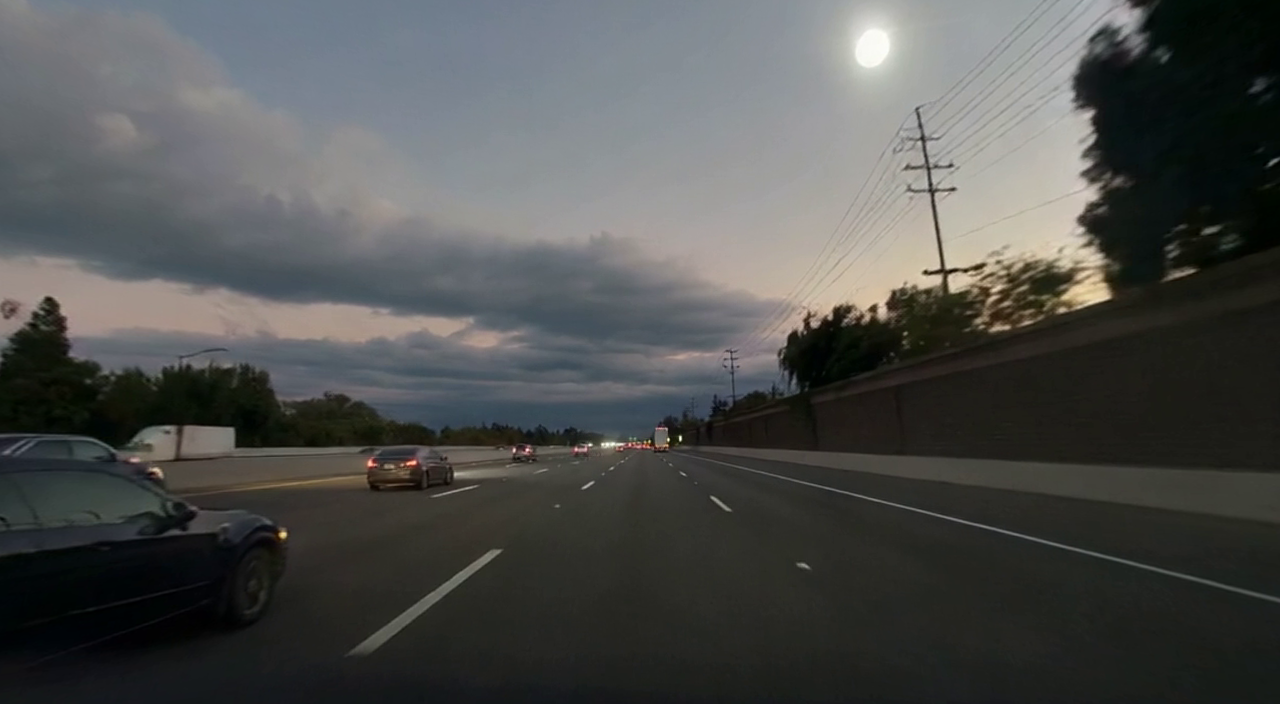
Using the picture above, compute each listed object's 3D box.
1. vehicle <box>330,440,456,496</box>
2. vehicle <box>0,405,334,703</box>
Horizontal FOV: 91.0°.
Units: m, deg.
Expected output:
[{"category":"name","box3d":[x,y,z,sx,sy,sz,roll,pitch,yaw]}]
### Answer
[{"category":"vehicle","box3d":[-7.467,3.554,19.649,1.946,1.514,4.687,0,-9,1]},{"category":"vehicle","box3d":[-3.693,1.035,2.893,2.045,1.532,4.954,0,-9,1]}]
